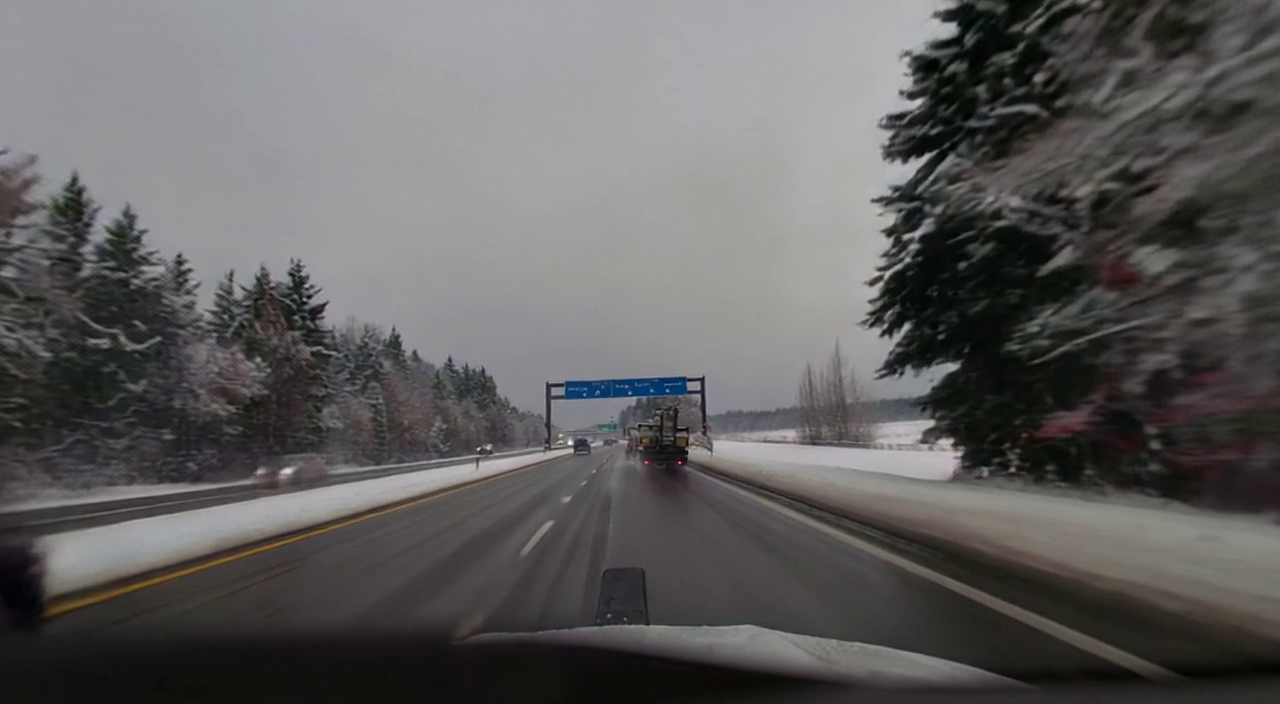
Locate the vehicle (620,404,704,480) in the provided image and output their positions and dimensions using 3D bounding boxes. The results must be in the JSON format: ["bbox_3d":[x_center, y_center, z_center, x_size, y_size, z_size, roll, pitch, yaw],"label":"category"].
[{"bbox_3d":[0.613,3.362,23.625,2.677,2.439,6.402,0,-8,-2],"label":"vehicle"}]
